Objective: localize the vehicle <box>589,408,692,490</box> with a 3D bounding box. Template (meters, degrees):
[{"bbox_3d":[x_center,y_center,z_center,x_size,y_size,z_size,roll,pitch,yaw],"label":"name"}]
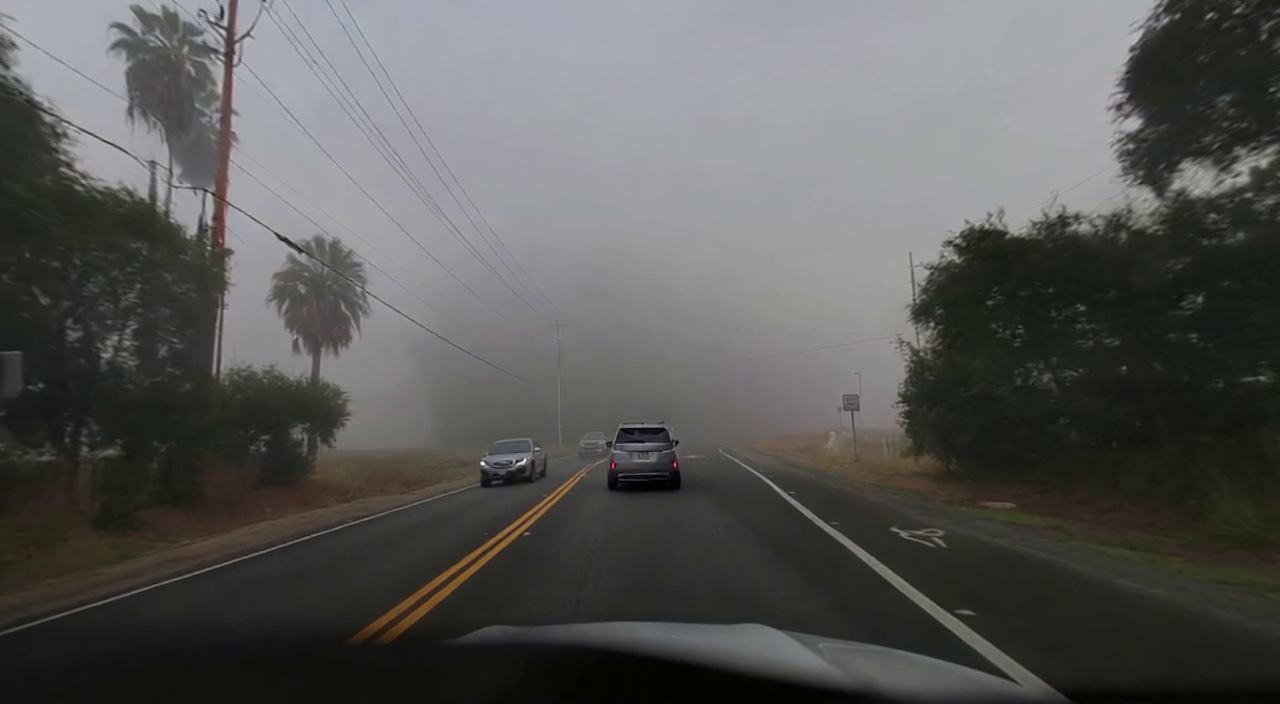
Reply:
[{"bbox_3d":[-0.035,2.569,16.885,2.364,1.859,4.538,0,-8,-1],"label":"vehicle"}]

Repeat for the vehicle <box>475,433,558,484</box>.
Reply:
[{"bbox_3d":[-4.193,3.674,22.076,2.079,1.606,3.775,0,-8,0],"label":"vehicle"}]
